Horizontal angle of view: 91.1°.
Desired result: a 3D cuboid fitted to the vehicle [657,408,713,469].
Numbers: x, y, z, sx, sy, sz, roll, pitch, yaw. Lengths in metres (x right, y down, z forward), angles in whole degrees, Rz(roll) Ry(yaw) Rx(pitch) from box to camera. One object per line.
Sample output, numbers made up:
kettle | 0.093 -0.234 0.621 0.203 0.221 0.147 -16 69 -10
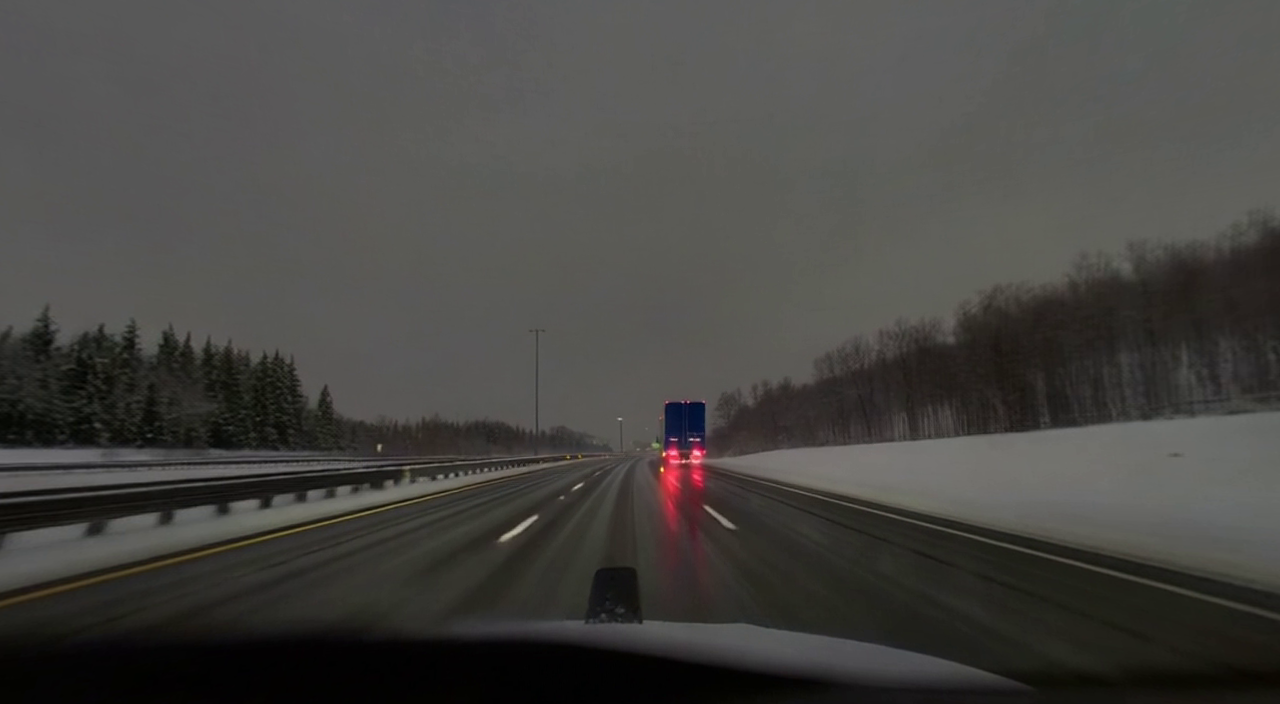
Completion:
vehicle | 3.190 6.843 48.946 3.244 4.020 14.561 0 -9 0
